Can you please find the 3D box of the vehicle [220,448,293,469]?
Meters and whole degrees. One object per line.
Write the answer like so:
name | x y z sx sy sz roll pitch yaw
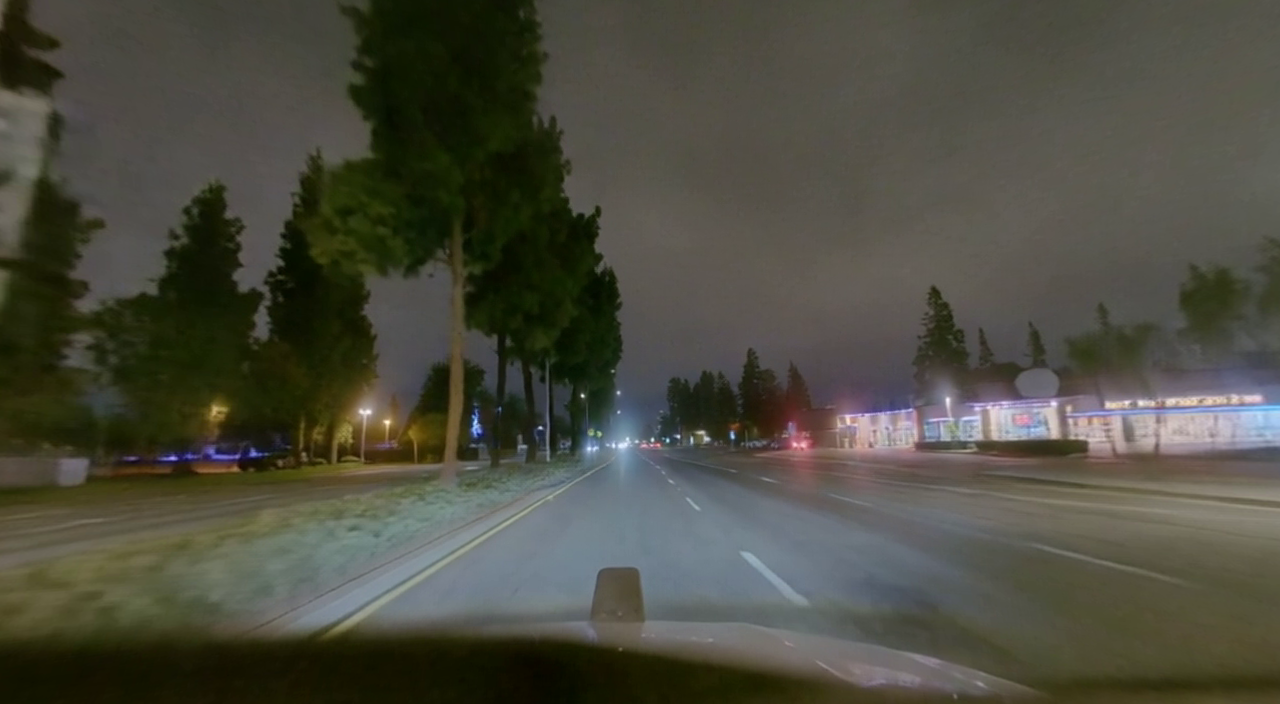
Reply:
vehicle | -28.549 7.926 47.118 4.140 1.446 1.888 -1 -8 -1
